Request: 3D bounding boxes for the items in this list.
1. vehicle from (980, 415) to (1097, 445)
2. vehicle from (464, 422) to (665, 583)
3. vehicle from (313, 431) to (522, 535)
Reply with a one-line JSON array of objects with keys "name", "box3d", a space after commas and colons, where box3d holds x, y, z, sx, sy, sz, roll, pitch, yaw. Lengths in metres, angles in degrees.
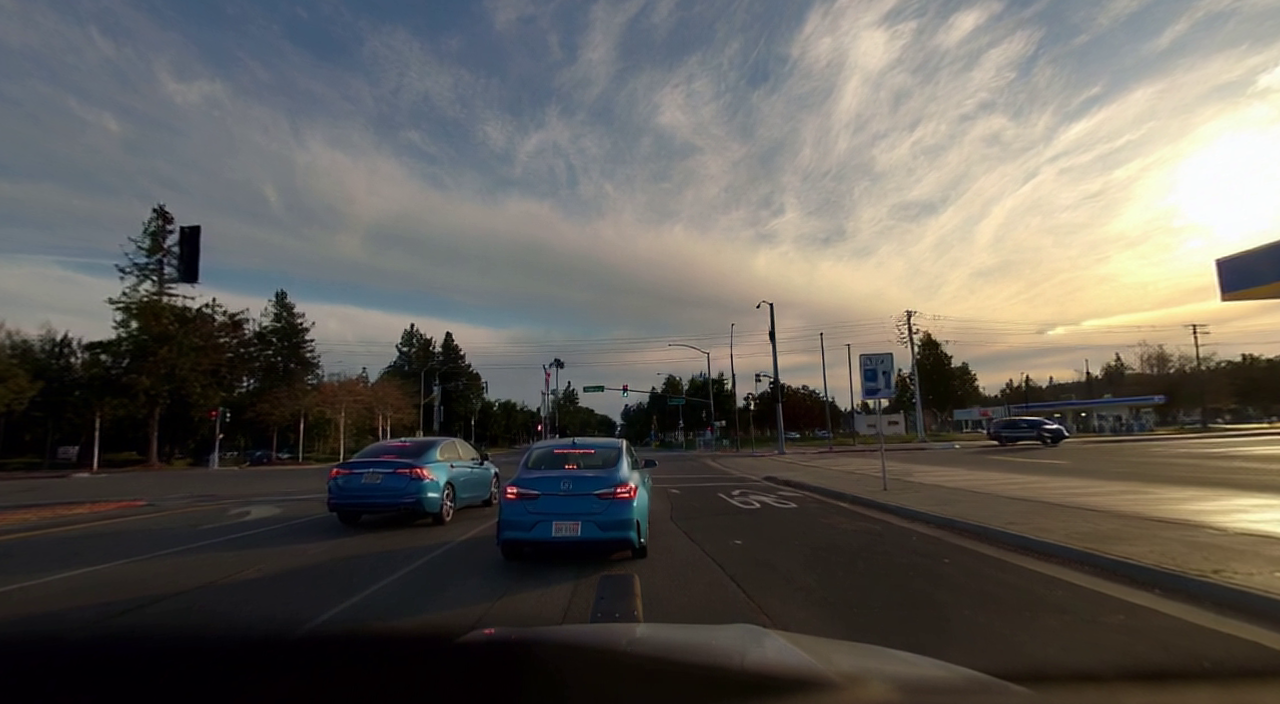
[{"name": "vehicle", "box3d": [21.273, 4.198, 33.868, 4.874, 1.502, 2.048, 0, -9, -1]}, {"name": "vehicle", "box3d": [-0.648, 1.761, 8.299, 1.916, 1.510, 4.447, 0, -8, 2]}, {"name": "vehicle", "box3d": [-3.733, 2.292, 11.731, 1.995, 1.506, 4.773, 0, -8, 2]}]
